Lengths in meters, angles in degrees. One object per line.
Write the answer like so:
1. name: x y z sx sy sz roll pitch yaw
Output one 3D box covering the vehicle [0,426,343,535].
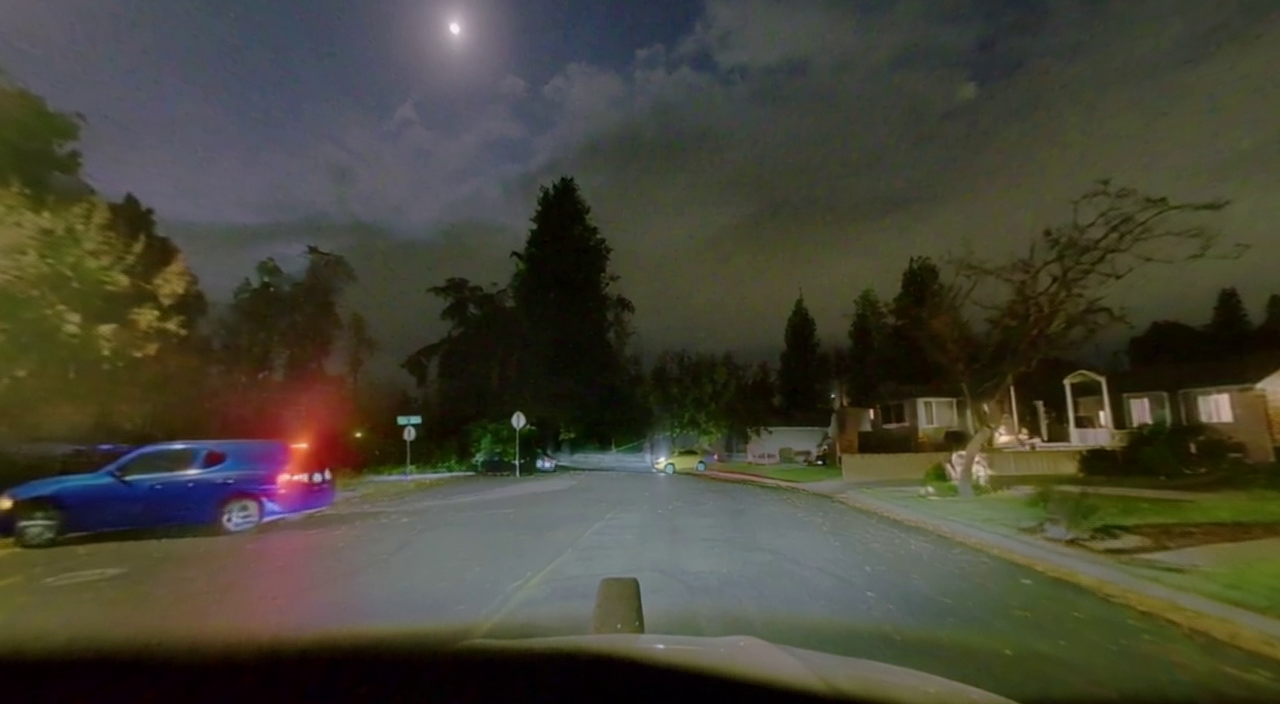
1. vehicle: -7.918 2.140 10.808 4.692 1.660 1.879 0 -9 -1
